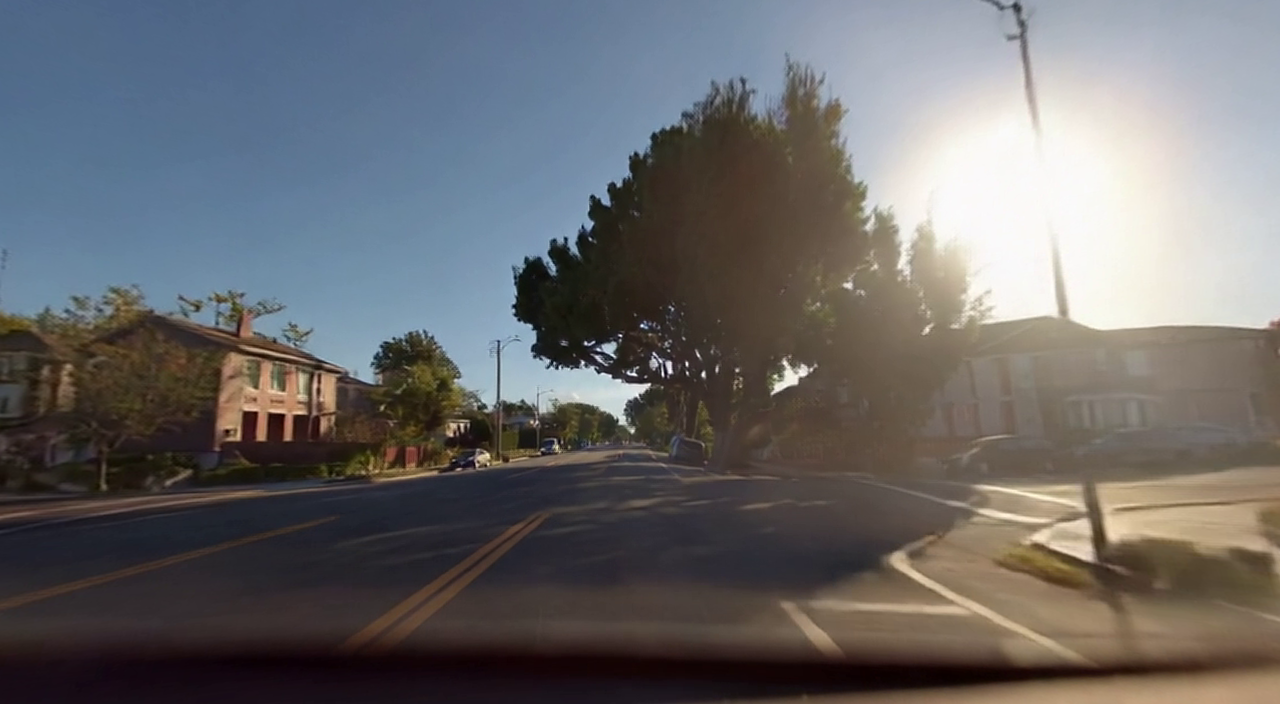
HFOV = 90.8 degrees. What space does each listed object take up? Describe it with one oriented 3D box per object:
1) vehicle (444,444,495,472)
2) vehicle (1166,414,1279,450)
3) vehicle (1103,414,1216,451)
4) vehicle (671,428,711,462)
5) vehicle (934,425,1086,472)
[{"bbox_3d":[-11.038,6.865,41.287,2.049,1.527,4.677,-4,-8,-1],"label":"vehicle"},{"bbox_3d":[29.872,4.140,32.582,1.918,1.717,4.112,-1,-8,2],"label":"vehicle"},{"bbox_3d":[26.973,4.222,33.013,2.000,1.773,4.469,0,-8,-1],"label":"vehicle"},{"bbox_3d":[3.660,6.844,46.639,2.504,2.114,6.073,5,-8,3],"label":"vehicle"},{"bbox_3d":[14.308,3.754,24.678,4.635,1.706,1.954,-1,-8,2],"label":"vehicle"}]
